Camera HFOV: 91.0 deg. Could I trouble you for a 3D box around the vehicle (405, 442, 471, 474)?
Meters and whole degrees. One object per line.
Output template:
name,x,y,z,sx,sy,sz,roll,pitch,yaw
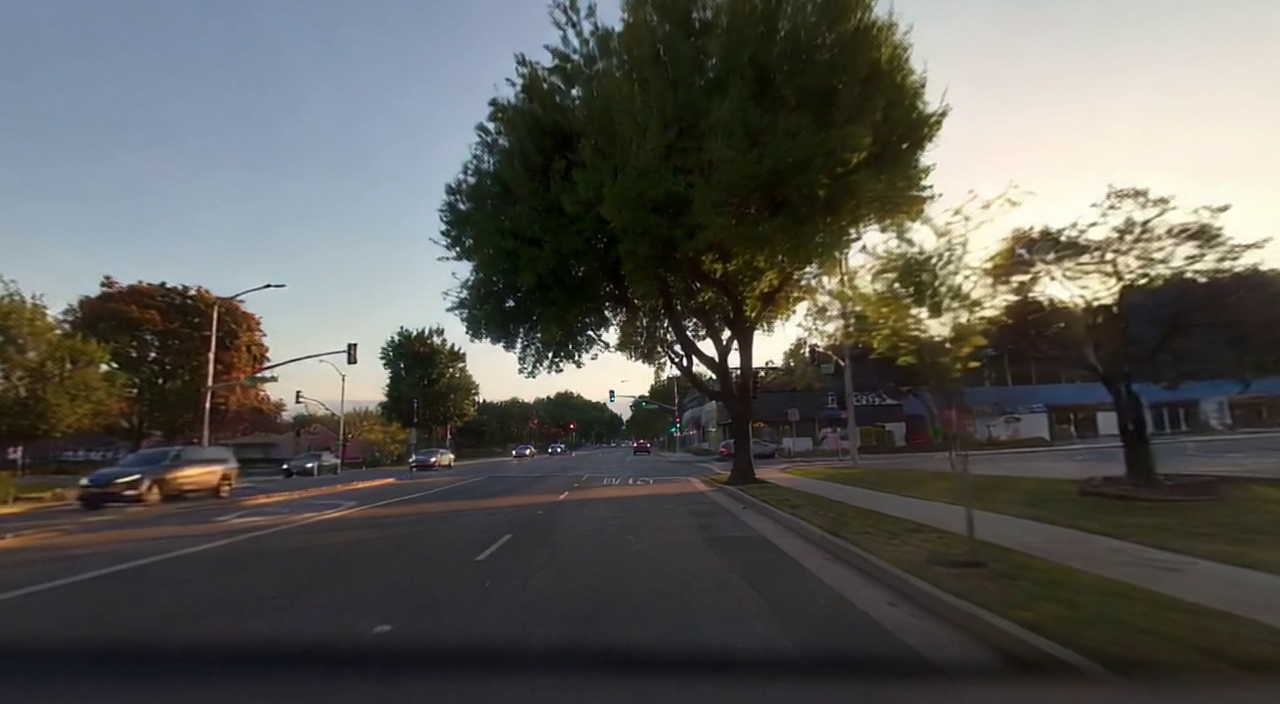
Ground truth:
vehicle,-12.083,6.378,38.061,2.333,1.775,4.889,0,-9,0

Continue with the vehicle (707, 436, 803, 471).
vehicle,5.825,5.099,31.823,4.361,1.607,2.191,5,-10,-32

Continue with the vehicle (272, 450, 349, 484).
vehicle,-16.775,5.821,32.285,1.768,1.532,4.216,-1,-8,-1

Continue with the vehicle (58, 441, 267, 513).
vehicle,-12.499,3.263,16.979,2.145,1.660,4.423,0,-9,0
